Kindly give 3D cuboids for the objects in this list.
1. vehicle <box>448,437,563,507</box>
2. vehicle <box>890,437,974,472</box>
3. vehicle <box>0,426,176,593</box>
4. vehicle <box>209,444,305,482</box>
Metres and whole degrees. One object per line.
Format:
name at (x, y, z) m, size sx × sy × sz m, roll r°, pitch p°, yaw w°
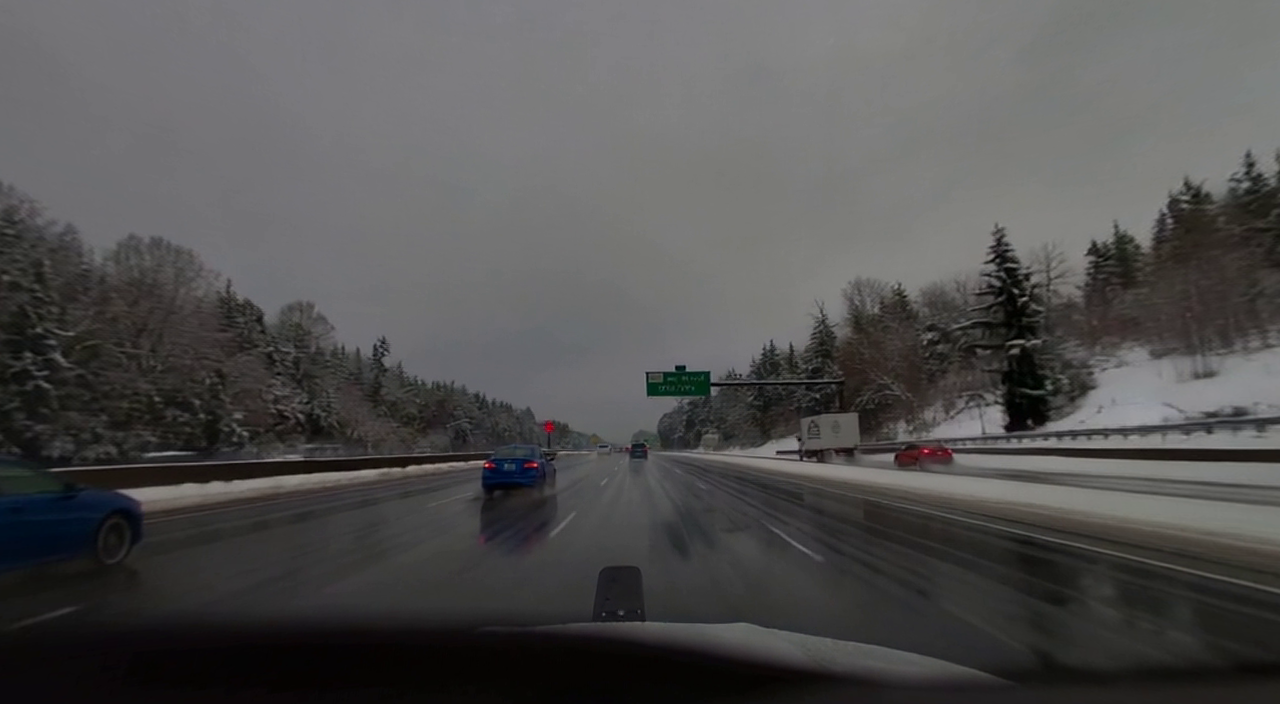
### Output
vehicle at (-3.268, 3.008, 16.249) m, size 2.020 × 1.554 × 4.137 m, roll 0°, pitch -9°, yaw 0°
vehicle at (15.243, 5.386, 33.315) m, size 2.081 × 1.707 × 4.756 m, roll 0°, pitch -9°, yaw -1°
vehicle at (-6.944, 1.444, 5.697) m, size 1.955 × 1.540 × 4.715 m, roll 0°, pitch -9°, yaw -1°
vehicle at (-17.167, 4.985, 28.580) m, size 1.924 × 1.569 × 3.779 m, roll 0°, pitch -9°, yaw 0°
